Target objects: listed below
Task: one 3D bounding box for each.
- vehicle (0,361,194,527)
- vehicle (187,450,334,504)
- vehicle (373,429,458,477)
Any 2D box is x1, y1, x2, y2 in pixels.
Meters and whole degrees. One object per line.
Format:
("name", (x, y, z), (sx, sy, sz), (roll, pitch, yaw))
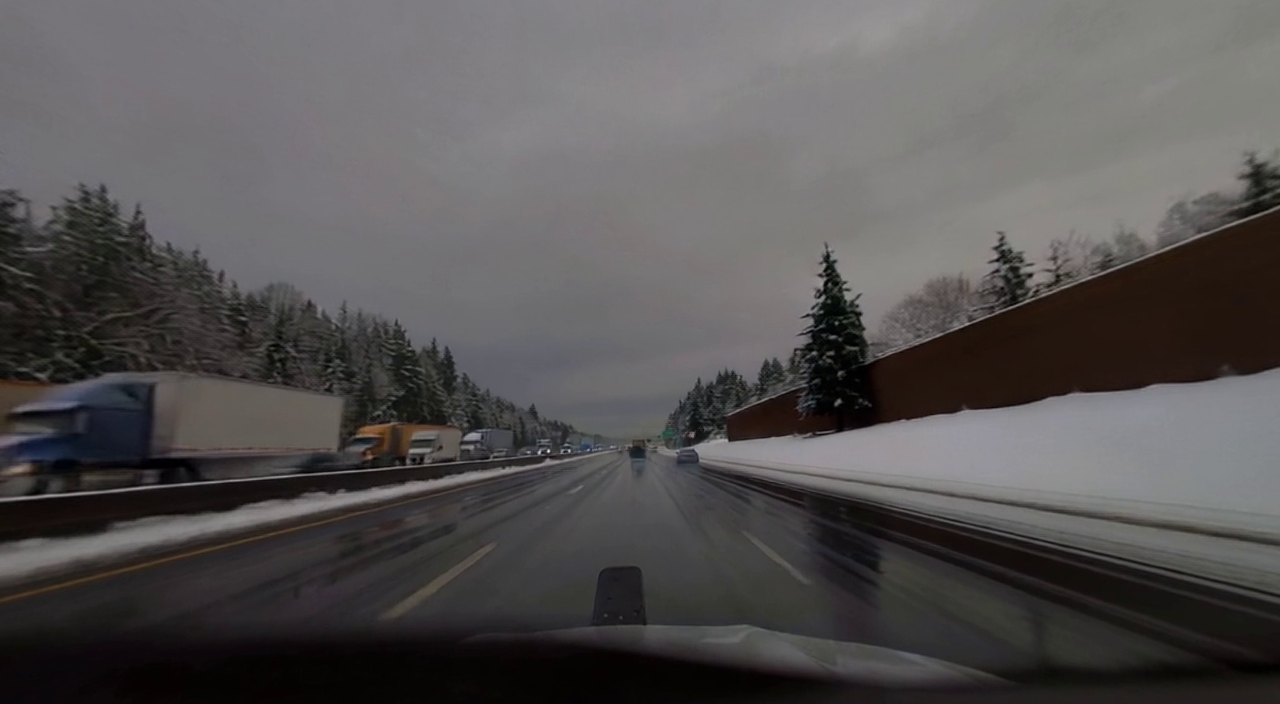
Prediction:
("vehicle", (-16.320, 2.592, 17.788), (2.963, 3.892, 5.814), (0, -9, 0))
("vehicle", (-11.711, 3.850, 19.870), (1.955, 1.460, 4.296), (0, -9, 0))
("vehicle", (-11.570, 5.293, 33.057), (2.282, 2.273, 5.443), (0, -9, 2))
